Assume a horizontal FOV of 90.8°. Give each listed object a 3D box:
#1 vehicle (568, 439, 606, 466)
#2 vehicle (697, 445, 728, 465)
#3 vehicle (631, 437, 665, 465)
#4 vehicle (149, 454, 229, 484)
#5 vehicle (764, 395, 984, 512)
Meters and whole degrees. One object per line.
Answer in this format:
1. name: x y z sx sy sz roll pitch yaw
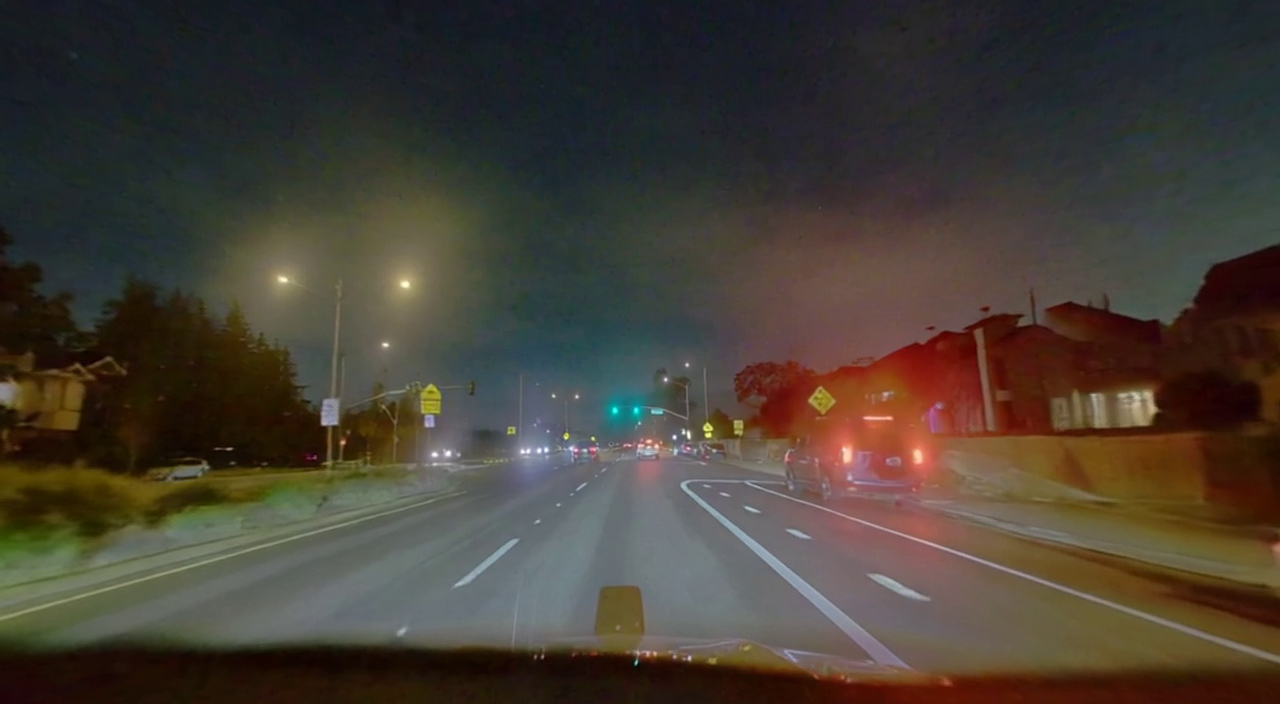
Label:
1. vehicle: -3.703 7.102 44.852 2.233 1.775 4.491 0 -8 0
2. vehicle: 5.633 8.073 49.747 1.836 1.442 4.247 0 -8 -1
3. vehicle: 0.498 7.072 45.166 2.273 1.851 5.075 0 -8 -1
4. vehicle: -25.925 6.711 36.480 1.796 1.511 3.879 0 -8 -1
5. vehicle: 5.477 2.620 16.701 2.763 2.329 7.864 0 -8 0
